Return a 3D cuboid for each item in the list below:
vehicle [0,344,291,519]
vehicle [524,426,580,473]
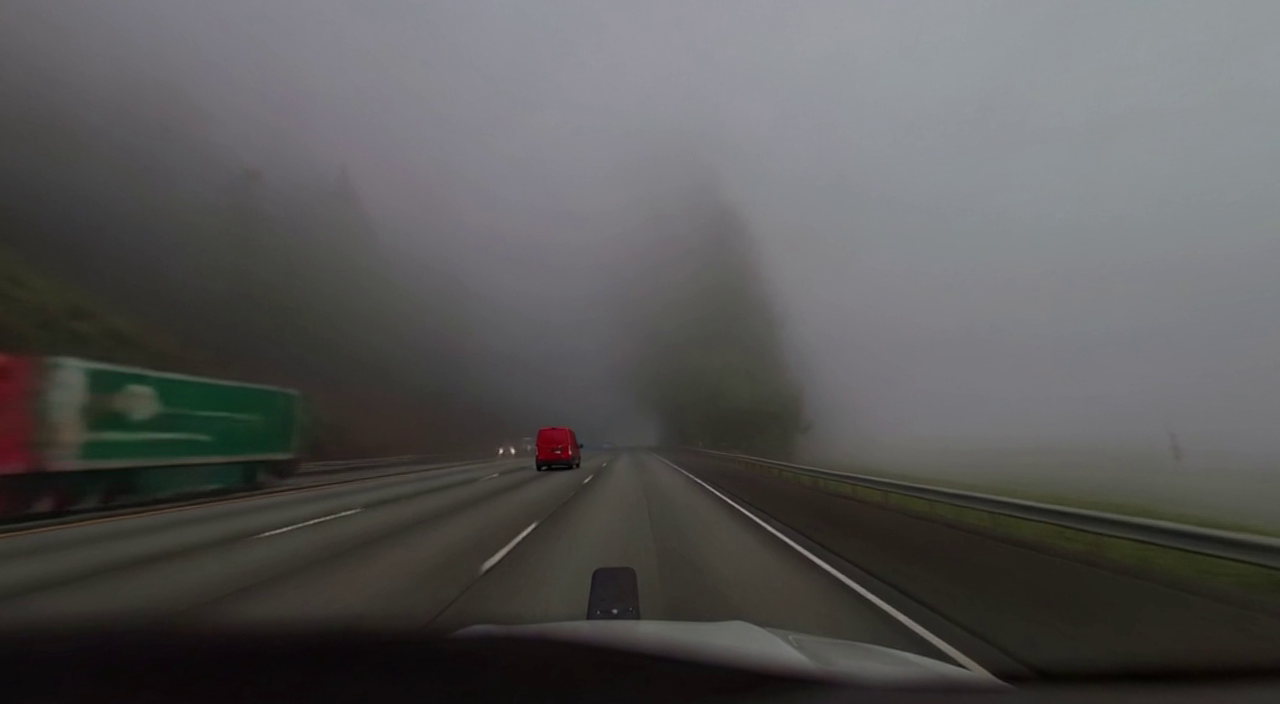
[{"bbox_3d":[-16.774,2.475,18.947,3.310,4.067,16.585,0,-8,-1],"label":"vehicle"},{"bbox_3d":[-4.103,4.622,30.139,1.976,2.029,4.737,-1,-8,0],"label":"vehicle"}]
